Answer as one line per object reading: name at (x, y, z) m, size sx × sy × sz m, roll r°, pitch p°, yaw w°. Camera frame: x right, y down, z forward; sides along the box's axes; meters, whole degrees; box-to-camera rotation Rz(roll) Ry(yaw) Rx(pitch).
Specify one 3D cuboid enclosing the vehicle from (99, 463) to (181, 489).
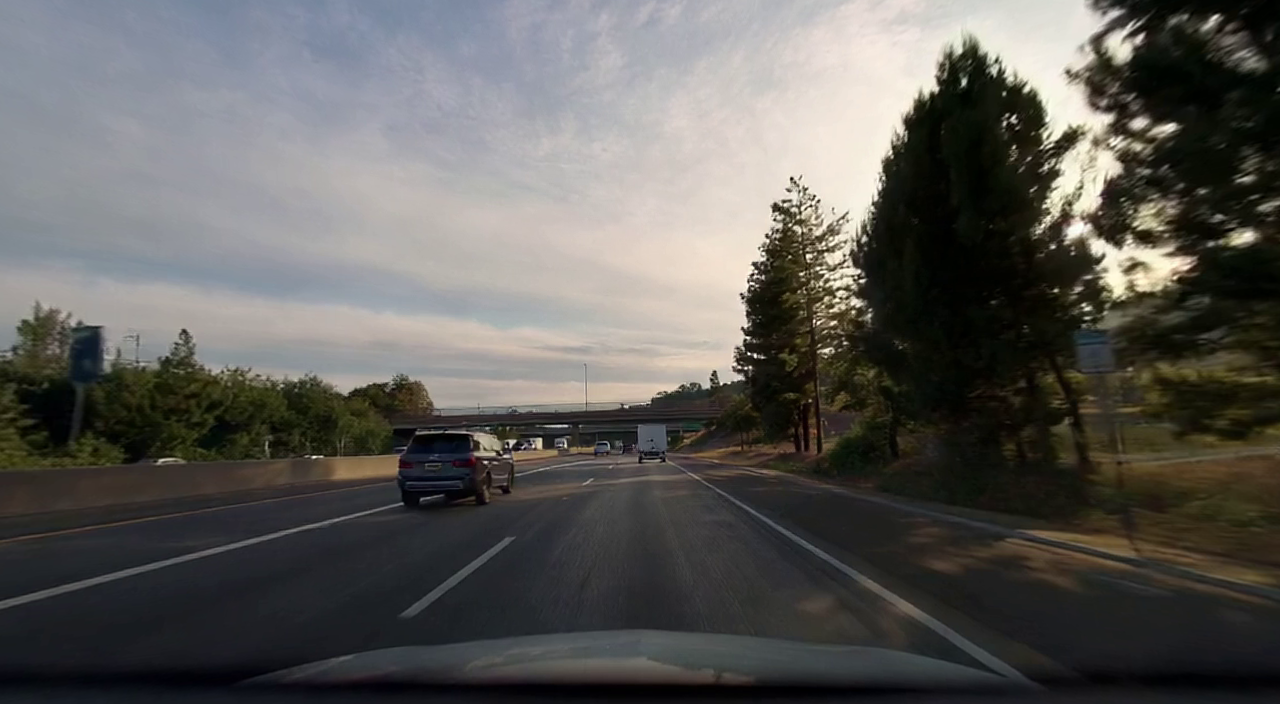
vehicle at (-35.585, 8.816, 45.015) m, size 1.845 × 1.578 × 4.857 m, roll 0°, pitch -9°, yaw 0°

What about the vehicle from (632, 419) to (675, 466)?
vehicle at (0.837, 6.480, 44.902) m, size 2.790 × 3.075 × 7.414 m, roll 0°, pitch -9°, yaw -1°

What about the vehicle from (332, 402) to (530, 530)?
vehicle at (-3.966, 2.322, 13.317) m, size 2.233 × 2.093 × 5.565 m, roll 0°, pitch -9°, yaw 0°
